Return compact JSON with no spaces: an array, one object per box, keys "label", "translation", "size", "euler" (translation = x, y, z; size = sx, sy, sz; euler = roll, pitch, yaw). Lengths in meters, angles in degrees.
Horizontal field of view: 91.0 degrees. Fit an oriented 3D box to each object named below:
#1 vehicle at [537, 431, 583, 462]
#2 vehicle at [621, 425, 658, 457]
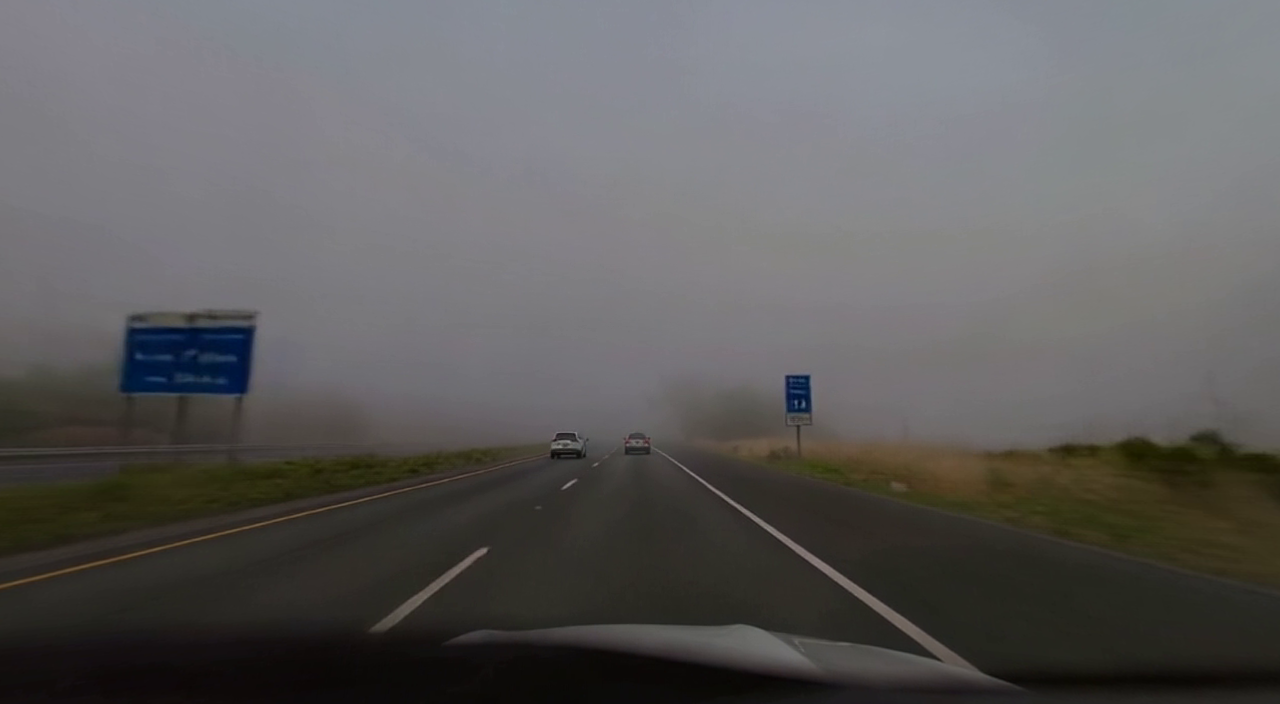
[{"label":"vehicle","translation":[-4.265,5.125,34.166],"size":[2.062,1.567,4.117],"euler":[0,-8,-1]},{"label":"vehicle","translation":[-0.072,5.726,40.577],"size":[2.223,1.957,4.416],"euler":[0,-8,-2]}]
